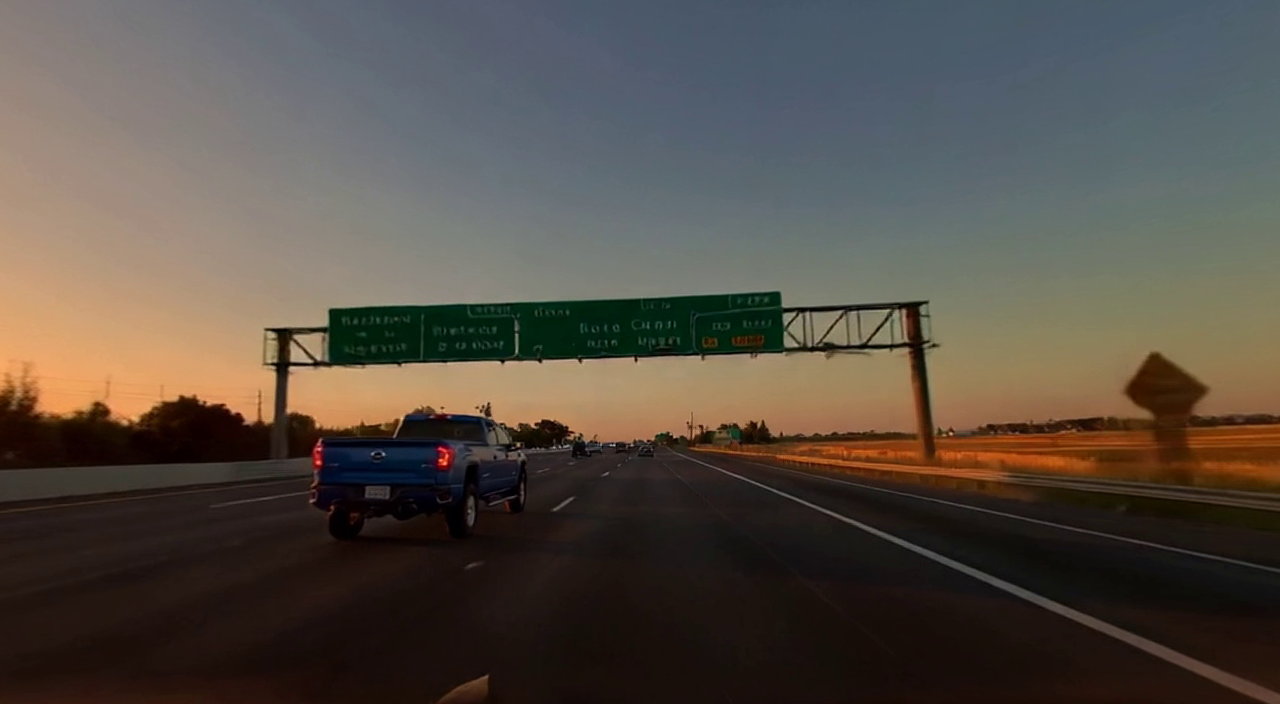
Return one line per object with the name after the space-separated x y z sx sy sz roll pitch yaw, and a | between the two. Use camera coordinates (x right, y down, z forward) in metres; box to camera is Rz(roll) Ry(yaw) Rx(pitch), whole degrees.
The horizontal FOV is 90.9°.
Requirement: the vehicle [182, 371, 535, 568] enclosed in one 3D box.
-3.501 1.683 9.807 2.601 2.084 6.068 0 -8 1 | vehicle
